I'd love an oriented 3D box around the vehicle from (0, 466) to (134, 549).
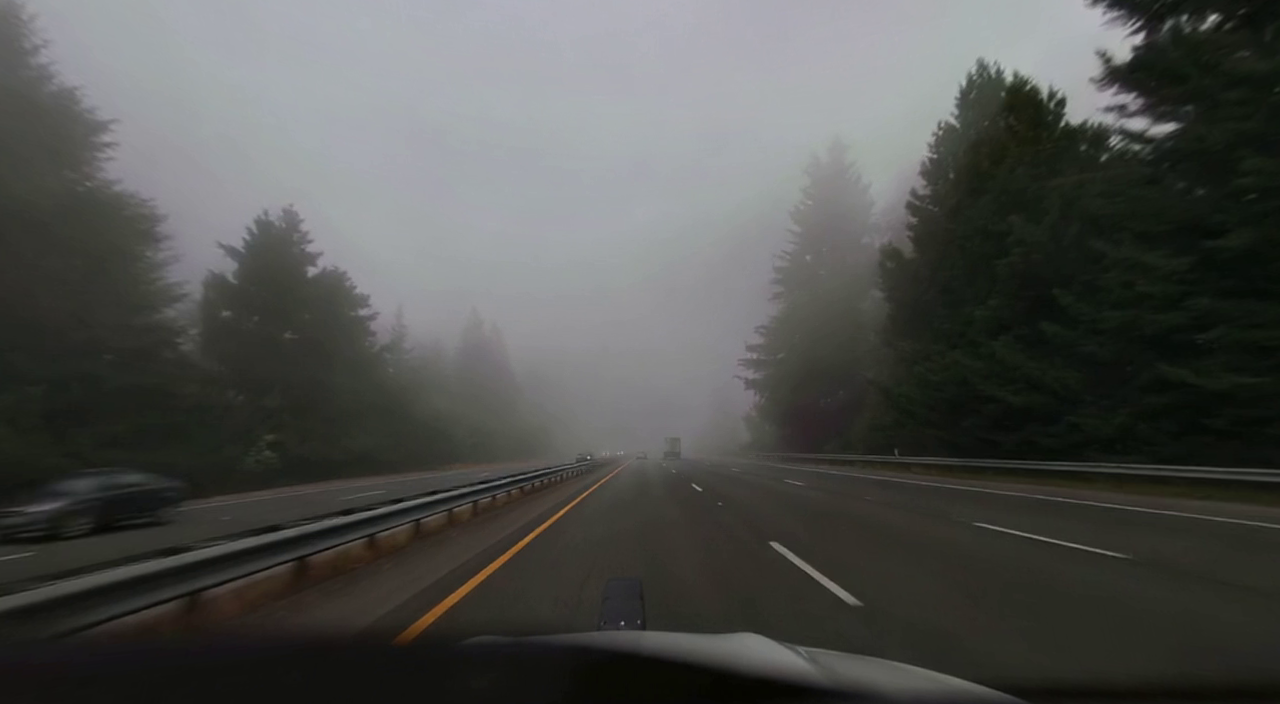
[{"bbox_3d":[-13.063,3.130,12.893,1.850,1.475,4.290,0,-9,0],"label":"vehicle"}]
